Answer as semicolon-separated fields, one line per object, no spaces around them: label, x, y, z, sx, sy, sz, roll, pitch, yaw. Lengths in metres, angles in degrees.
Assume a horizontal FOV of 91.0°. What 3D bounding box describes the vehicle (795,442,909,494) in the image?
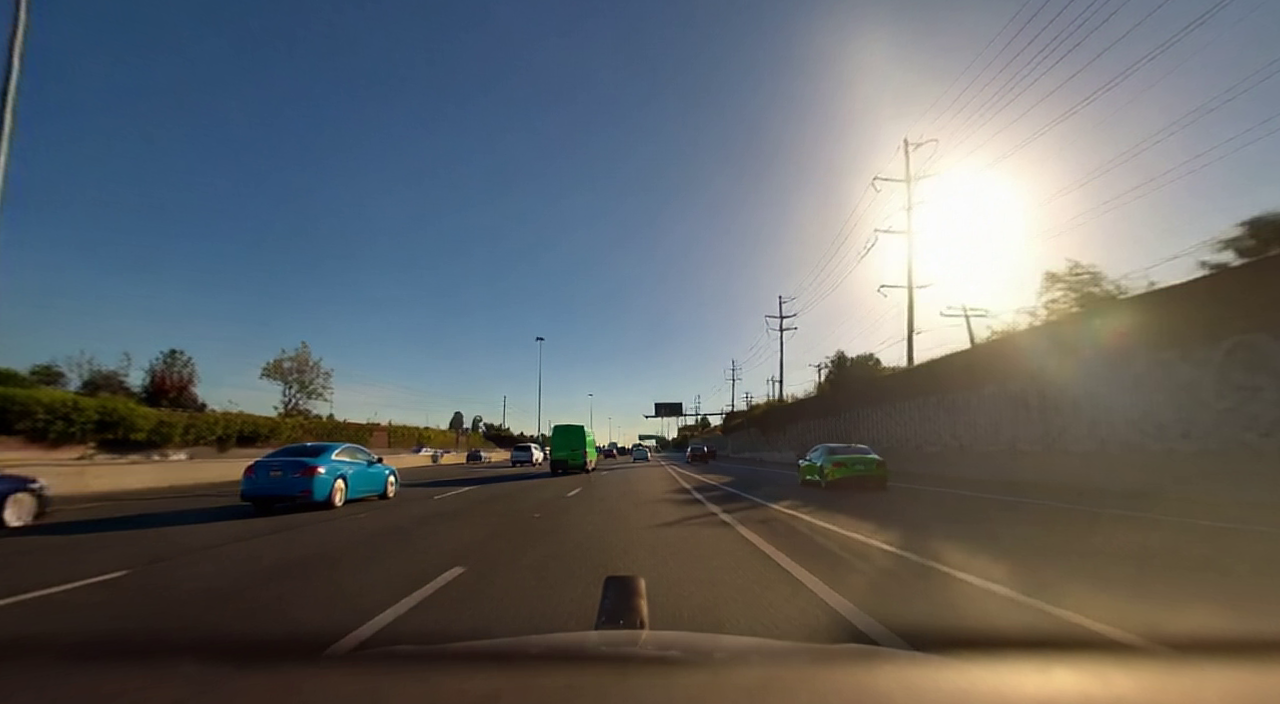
vehicle;6.702;3.694;20.466;2.052;1.470;4.364;0;-9;-2

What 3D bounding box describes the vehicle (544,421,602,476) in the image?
vehicle;-3.441;5.157;33.749;2.395;2.660;5.827;0;-9;1

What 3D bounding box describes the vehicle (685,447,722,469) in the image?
vehicle;4.607;7.720;46.151;2.095;1.504;4.536;0;-9;-1

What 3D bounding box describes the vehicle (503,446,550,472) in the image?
vehicle;-6.868;6.526;38.534;1.944;1.490;4.442;0;-9;1

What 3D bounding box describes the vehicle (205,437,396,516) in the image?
vehicle;-7.565;2.801;14.673;1.967;1.525;4.458;0;-9;0

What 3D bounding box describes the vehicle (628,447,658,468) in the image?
vehicle;0.158;7.728;46.305;2.084;1.492;4.137;0;-9;-1
